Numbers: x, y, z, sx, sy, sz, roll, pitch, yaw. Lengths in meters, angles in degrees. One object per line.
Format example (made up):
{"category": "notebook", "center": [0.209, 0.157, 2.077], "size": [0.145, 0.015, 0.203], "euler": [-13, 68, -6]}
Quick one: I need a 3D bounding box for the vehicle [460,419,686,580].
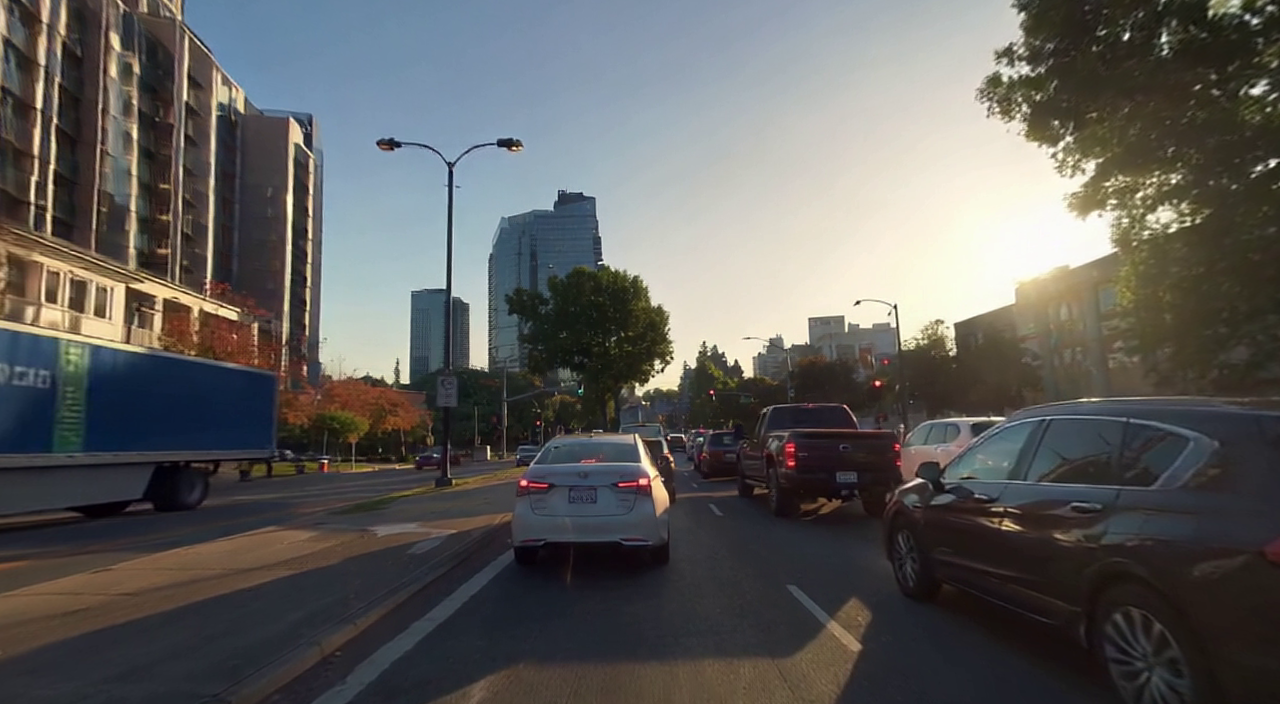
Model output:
{"category": "vehicle", "center": [-0.628, 1.739, 8.236], "size": [2.172, 1.536, 4.250], "euler": [0, -9, 1]}

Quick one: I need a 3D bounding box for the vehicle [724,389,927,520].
{"category": "vehicle", "center": [3.508, 2.153, 13.541], "size": [2.497, 2.186, 5.890], "euler": [0, -9, -1]}

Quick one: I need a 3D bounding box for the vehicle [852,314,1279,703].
{"category": "vehicle", "center": [3.180, 1.020, 3.967], "size": [2.024, 1.723, 4.714], "euler": [0, -9, 0]}

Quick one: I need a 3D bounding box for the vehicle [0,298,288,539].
{"category": "vehicle", "center": [-13.290, 1.259, 11.702], "size": [3.246, 4.347, 17.394], "euler": [0, -9, 1]}
